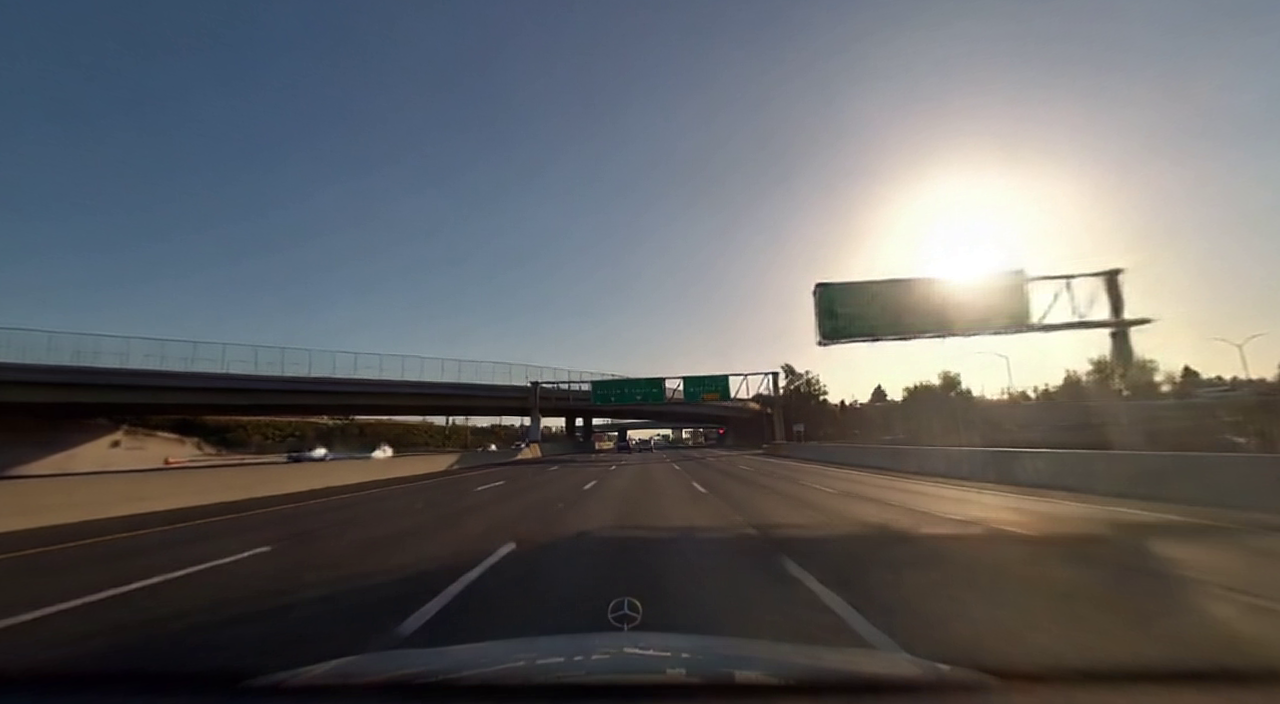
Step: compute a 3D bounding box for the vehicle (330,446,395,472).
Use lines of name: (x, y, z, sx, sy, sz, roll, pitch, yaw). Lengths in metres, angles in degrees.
vehicle: (-17.403, 6.720, 39.853, 2.048, 1.476, 4.721, 0, -9, -1)

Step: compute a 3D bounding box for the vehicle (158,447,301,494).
vehicle: (-14.395, 4.144, 22.542, 1.878, 1.476, 4.734, -1, -8, 1)
